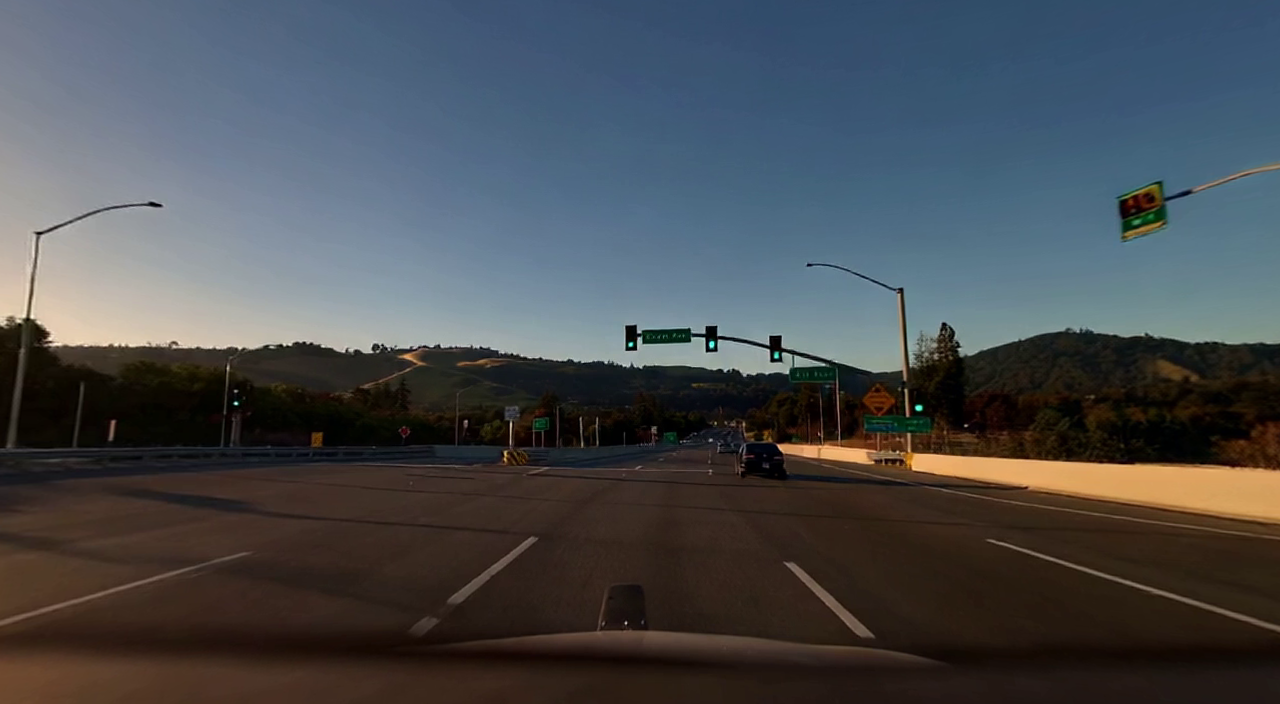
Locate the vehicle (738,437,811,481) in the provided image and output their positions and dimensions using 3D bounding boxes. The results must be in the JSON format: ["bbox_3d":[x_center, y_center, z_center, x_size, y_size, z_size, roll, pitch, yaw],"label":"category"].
[{"bbox_3d":[4.932,3.995,23.783,1.916,1.469,4.481,0,-8,2],"label":"vehicle"}]
